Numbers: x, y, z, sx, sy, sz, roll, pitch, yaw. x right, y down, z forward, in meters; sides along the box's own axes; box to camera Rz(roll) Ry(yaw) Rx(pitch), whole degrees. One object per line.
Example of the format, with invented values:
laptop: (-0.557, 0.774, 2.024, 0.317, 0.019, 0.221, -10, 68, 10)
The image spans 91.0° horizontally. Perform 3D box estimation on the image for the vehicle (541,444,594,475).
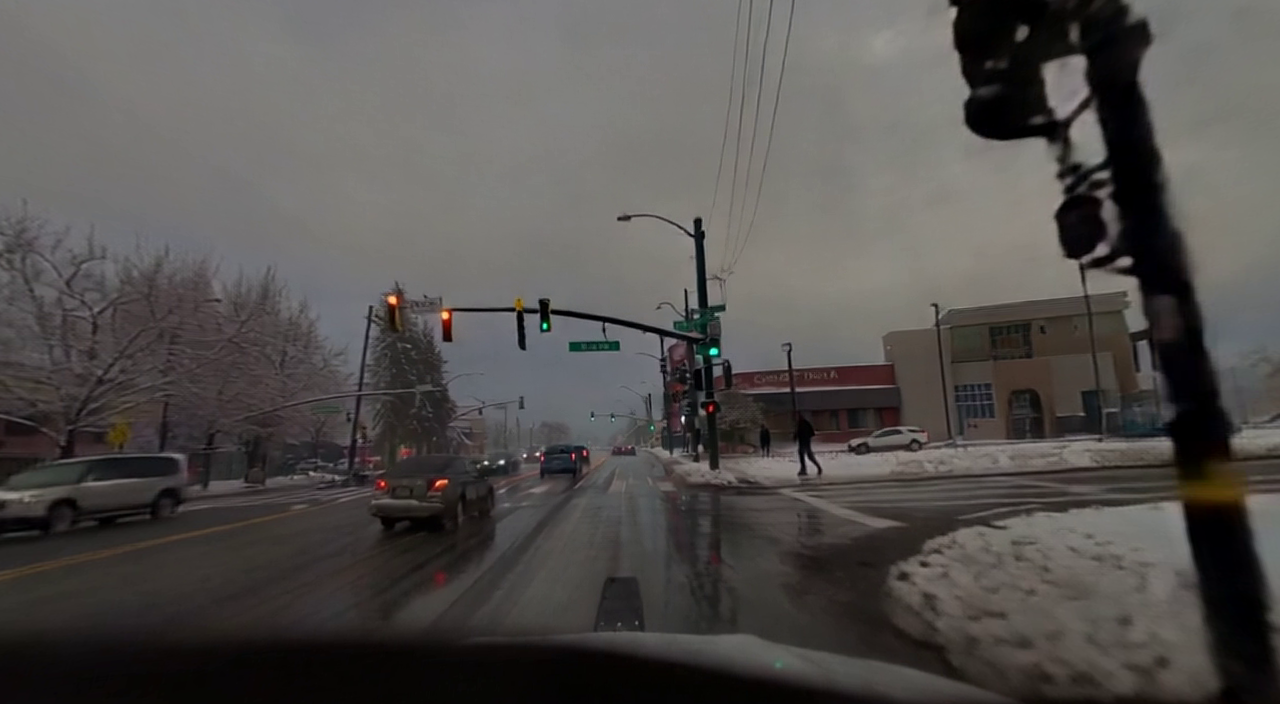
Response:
vehicle: (-3.626, 5.472, 32.254, 2.147, 1.472, 4.406, 0, -9, 1)

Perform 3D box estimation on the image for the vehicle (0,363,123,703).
vehicle: (-3.418, 0.615, 0.558, 2.042, 1.673, 4.516, 0, -9, 0)

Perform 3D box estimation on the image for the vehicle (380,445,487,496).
vehicle: (-6.586, 3.818, 20.711, 1.960, 1.479, 4.654, 0, -9, 0)
